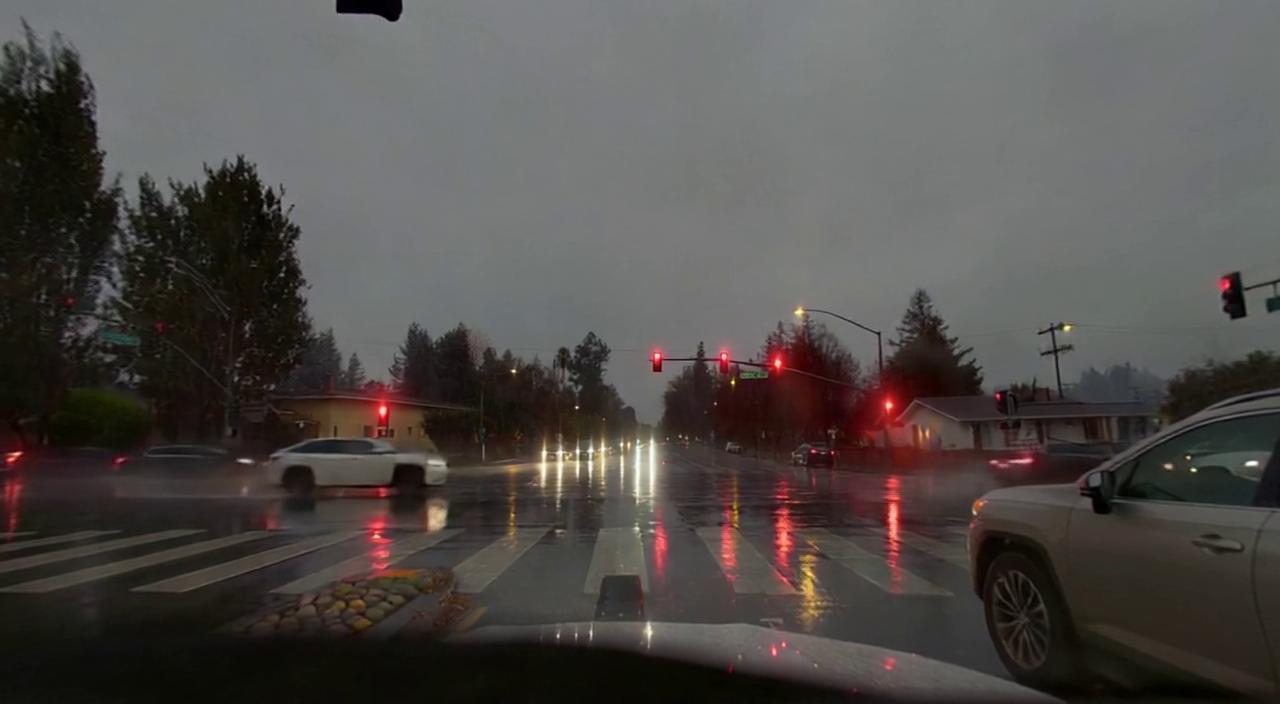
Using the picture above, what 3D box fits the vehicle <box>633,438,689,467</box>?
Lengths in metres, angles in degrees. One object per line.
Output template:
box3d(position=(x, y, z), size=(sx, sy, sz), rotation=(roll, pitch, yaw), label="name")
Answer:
box3d(position=(1.384, 6.124, 38.726), size=(2.130, 1.633, 4.532), rotation=(-3, -9, 20), label="vehicle")

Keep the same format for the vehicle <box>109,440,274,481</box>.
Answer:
box3d(position=(-17.027, 4.132, 24.254), size=(4.689, 1.490, 1.920), rotation=(2, -9, -10), label="vehicle")

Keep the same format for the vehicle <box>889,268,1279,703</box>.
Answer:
box3d(position=(2.709, 0.705, 1.728), size=(2.085, 1.800, 4.908), rotation=(0, -9, 1), label="vehicle")

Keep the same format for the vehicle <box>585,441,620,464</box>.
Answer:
box3d(position=(-2.456, 6.715, 42.321), size=(2.046, 1.491, 4.118), rotation=(0, -8, 0), label="vehicle")

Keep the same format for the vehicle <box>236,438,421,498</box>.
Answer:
box3d(position=(-8.115, 3.042, 16.758), size=(3.894, 1.487, 1.863), rotation=(0, -8, -1), label="vehicle")

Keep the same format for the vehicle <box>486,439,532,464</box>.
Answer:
box3d(position=(-8.979, 6.862, 43.657), size=(2.028, 1.654, 5.027), rotation=(0, -9, 1), label="vehicle")
